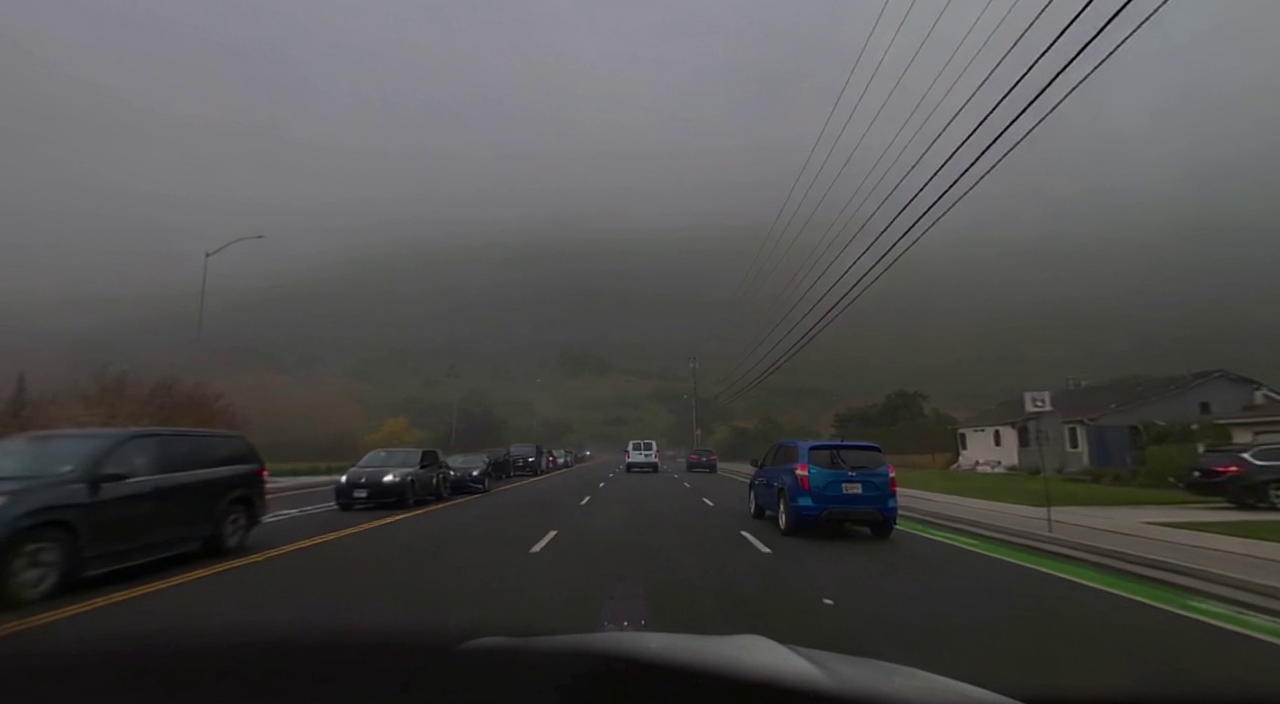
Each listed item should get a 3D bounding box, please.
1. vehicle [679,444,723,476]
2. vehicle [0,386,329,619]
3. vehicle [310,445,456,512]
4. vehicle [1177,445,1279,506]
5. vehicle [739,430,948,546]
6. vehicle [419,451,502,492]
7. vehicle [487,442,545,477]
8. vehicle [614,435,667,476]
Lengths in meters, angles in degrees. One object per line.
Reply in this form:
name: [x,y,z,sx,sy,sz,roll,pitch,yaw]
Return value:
vehicle: [3.364,6.014,35.416,1.957,1.646,4.355,0,-8,-1]
vehicle: [-6.221,1.611,7.718,1.993,1.884,5.481,0,-8,0]
vehicle: [-6.437,3.171,16.478,1.891,1.479,4.624,0,-8,0]
vehicle: [17.202,3.189,16.368,4.656,1.461,1.955,0,-9,1]
vehicle: [3.320,2.313,11.533,2.155,1.658,4.721,0,-8,-1]
vehicle: [-6.463,4.326,23.152,1.770,1.305,4.258,0,-8,1]
vehicle: [-6.407,5.610,33.117,2.095,1.695,4.431,0,-8,0]
vehicle: [0.021,5.529,33.854,2.636,2.011,5.130,0,-8,0]
